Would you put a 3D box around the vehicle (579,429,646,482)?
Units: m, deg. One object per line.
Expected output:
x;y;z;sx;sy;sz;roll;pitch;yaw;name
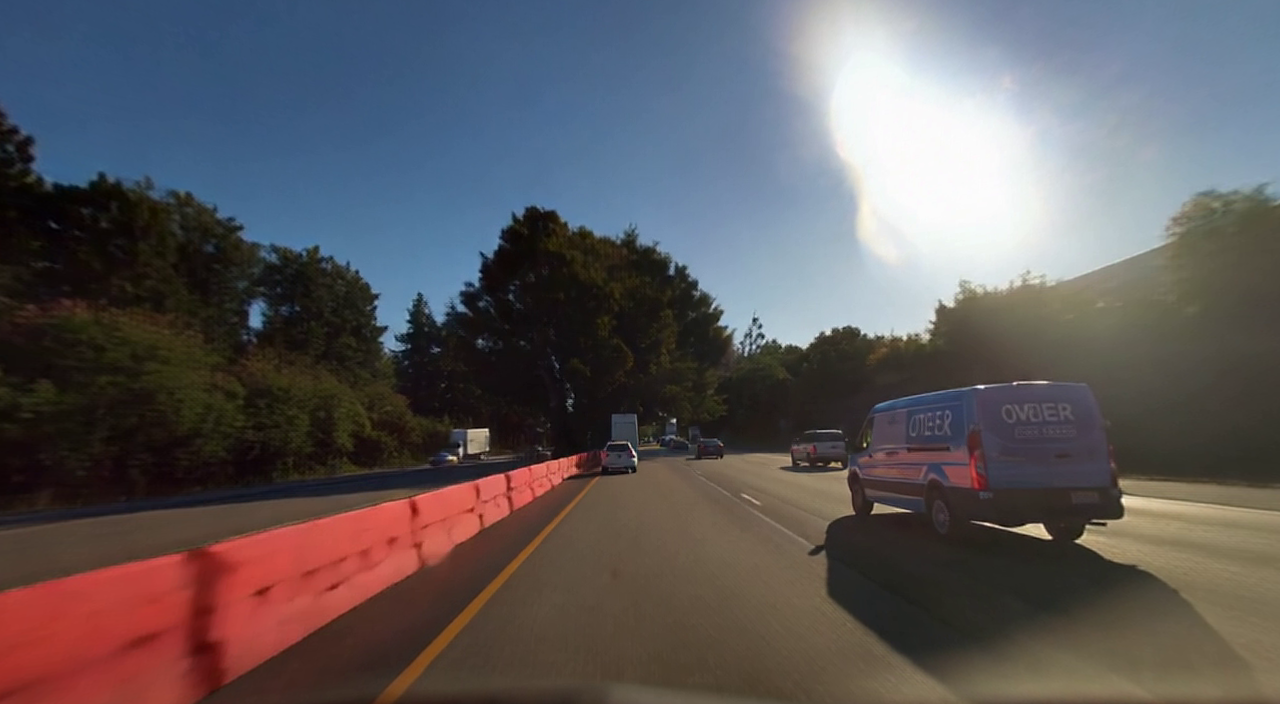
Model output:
-0.900;3.518;21.652;2.100;1.636;3.620;0;-8;-1;vehicle

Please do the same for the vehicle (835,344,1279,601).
4.338;1.290;7.565;2.223;2.008;5.121;0;-8;-1;vehicle
